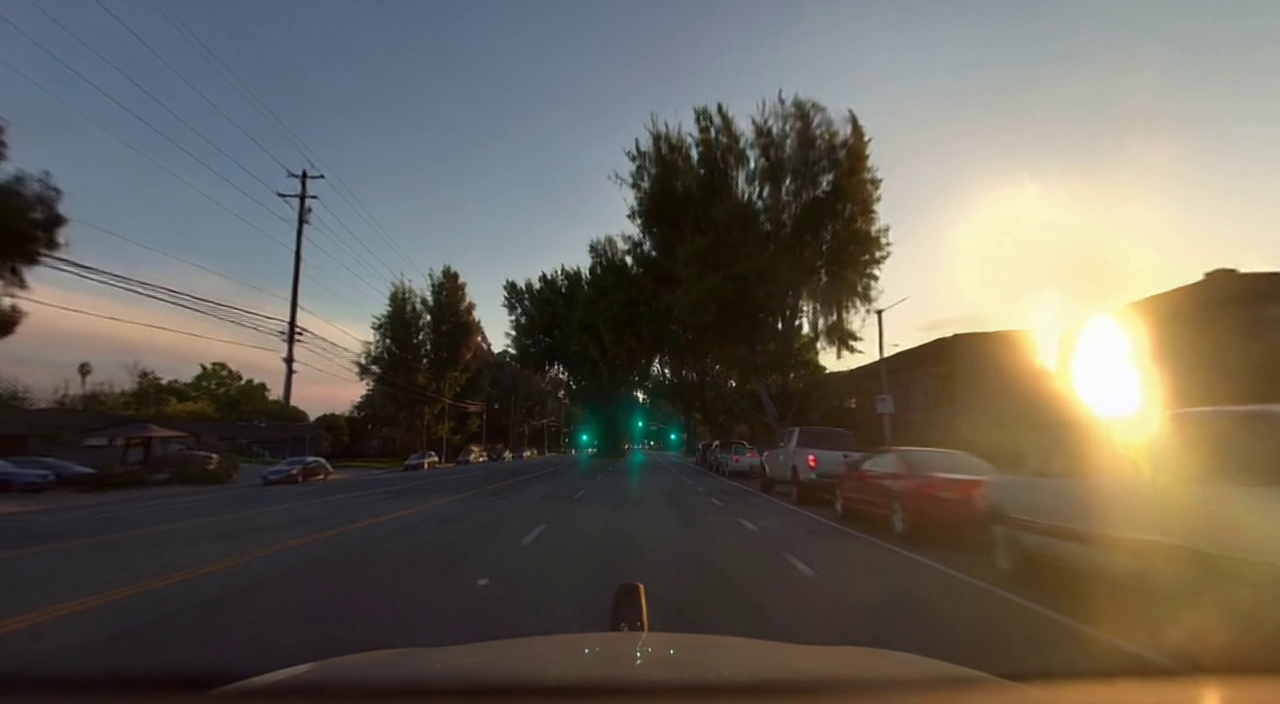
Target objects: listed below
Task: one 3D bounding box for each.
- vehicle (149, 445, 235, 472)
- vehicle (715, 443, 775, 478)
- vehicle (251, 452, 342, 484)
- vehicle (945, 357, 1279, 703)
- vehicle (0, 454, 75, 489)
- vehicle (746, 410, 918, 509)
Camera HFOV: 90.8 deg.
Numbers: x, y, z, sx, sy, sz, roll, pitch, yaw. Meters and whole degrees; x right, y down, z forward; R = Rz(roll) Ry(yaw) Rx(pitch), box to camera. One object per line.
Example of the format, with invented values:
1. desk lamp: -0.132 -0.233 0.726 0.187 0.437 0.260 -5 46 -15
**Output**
1. vehicle: -30.033 7.121 42.442 4.245 1.668 2.025 0 -7 -2
2. vehicle: 4.625 4.849 28.557 1.844 1.426 4.916 0 -9 0
3. vehicle: -17.670 5.958 32.823 2.039 1.508 4.613 0 -9 1
4. vehicle: 4.589 1.118 4.331 2.260 1.882 5.362 0 -9 -1
5. vehicle: -28.200 5.280 27.939 4.532 1.456 1.853 0 -9 0
6. vehicle: 4.579 2.712 16.373 2.438 2.086 5.821 0 -9 -2
